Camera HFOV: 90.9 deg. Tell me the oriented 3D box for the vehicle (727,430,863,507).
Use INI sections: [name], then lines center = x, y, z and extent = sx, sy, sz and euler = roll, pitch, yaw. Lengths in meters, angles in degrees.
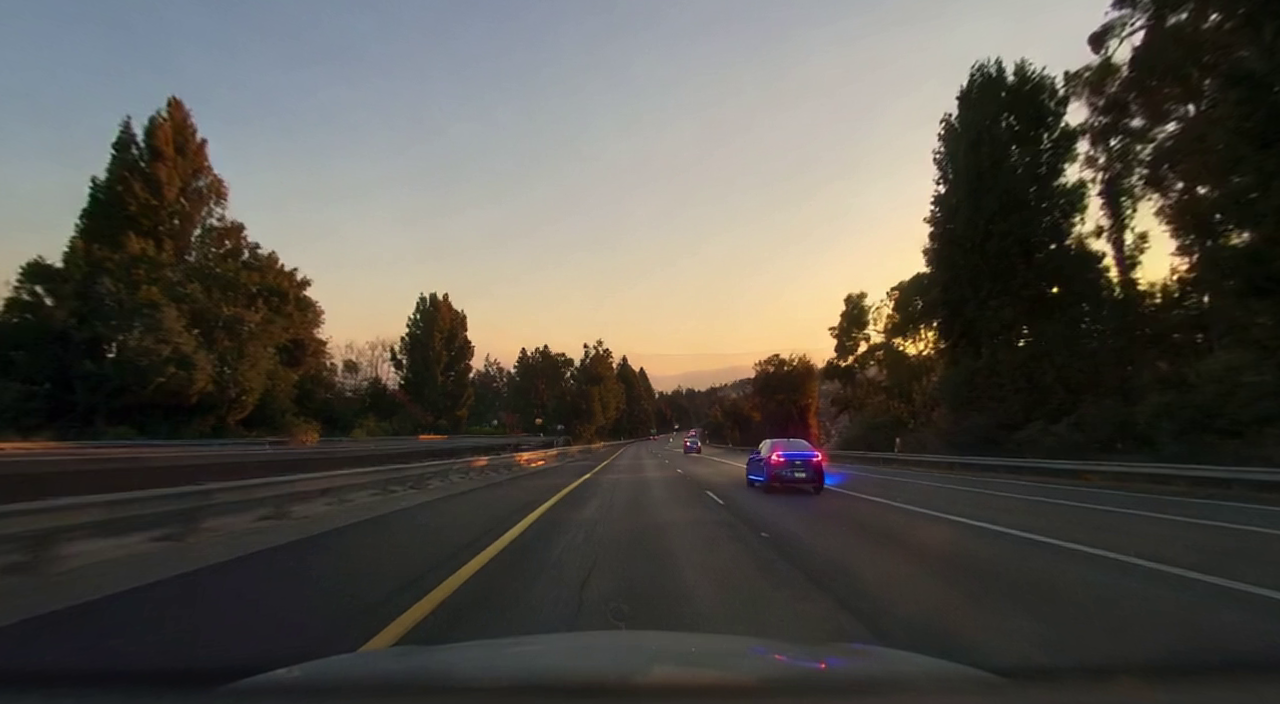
[vehicle]
center = 3.474, 2.691, 15.076
extent = 2.050, 1.546, 4.344
euler = 0, -8, -1
